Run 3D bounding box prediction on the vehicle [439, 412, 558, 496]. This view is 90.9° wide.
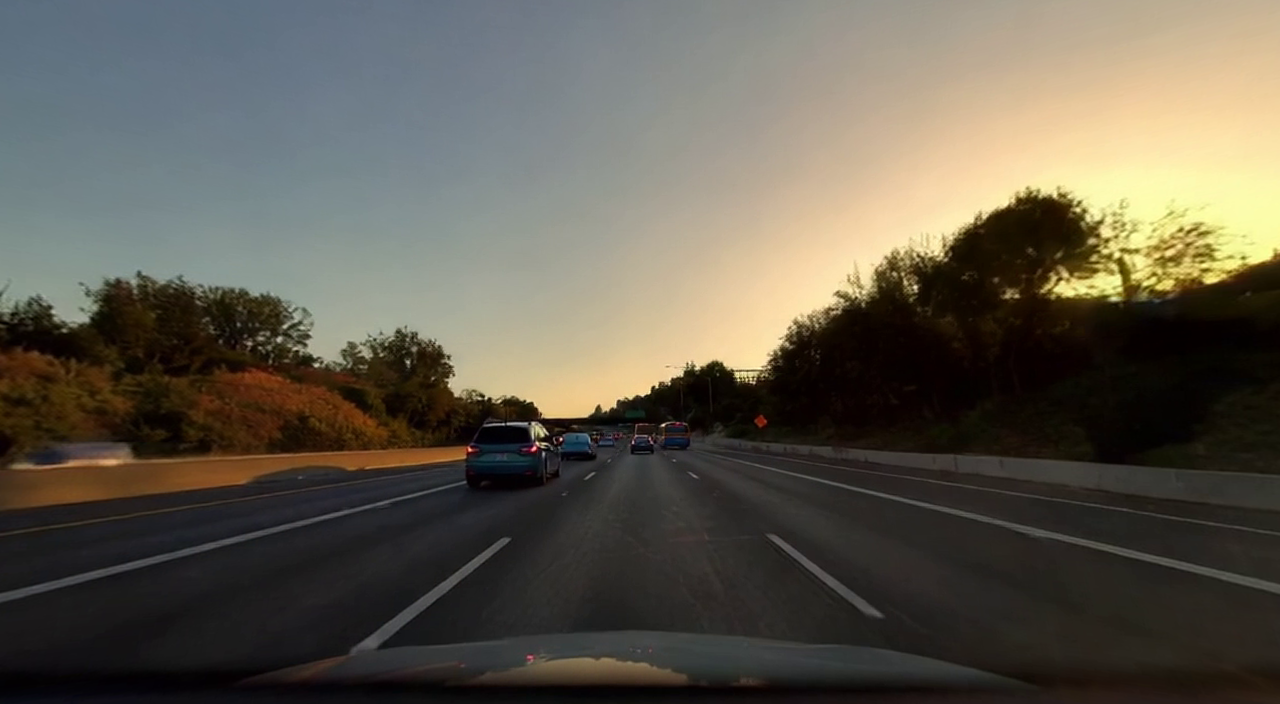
[{"bbox_3d":[-3.536,2.669,16.704,2.016,1.898,4.458,0,-8,1],"label":"vehicle"}]

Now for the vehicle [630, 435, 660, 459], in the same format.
[{"bbox_3d":[0.329,6.659,44.259,2.042,1.632,3.654,0,-8,0],"label":"vehicle"}]

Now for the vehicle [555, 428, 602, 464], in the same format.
[{"bbox_3d":[-3.371,5.267,35.326,2.155,1.843,4.567,0,-8,0],"label":"vehicle"}]

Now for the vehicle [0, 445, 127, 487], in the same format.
[{"bbox_3d":[-23.122,4.431,24.862,1.806,1.464,4.678,0,-8,0],"label":"vehicle"}]
